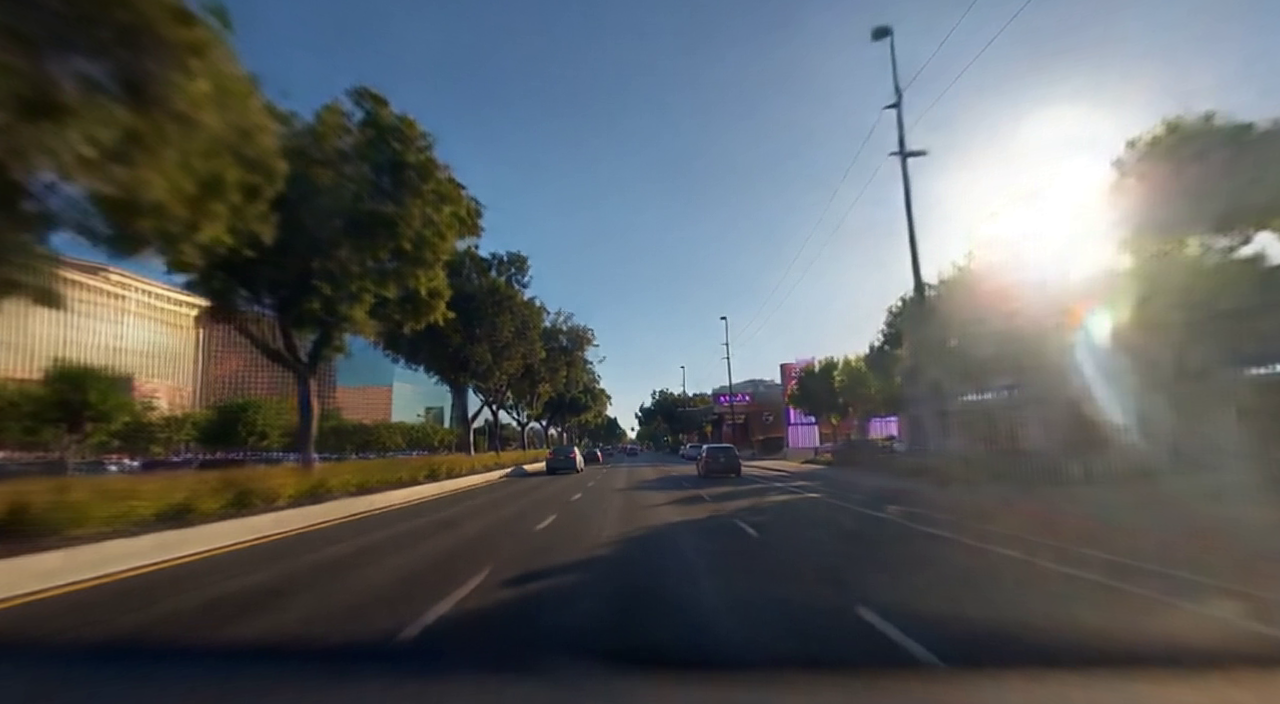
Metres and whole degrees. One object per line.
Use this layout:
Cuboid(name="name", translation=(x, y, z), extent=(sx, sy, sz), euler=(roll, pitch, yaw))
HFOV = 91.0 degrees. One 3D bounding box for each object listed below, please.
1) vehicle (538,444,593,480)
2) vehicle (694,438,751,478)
Cuboid(name="vehicle", translation=(-3.332, 4.978, 28.837), extent=(2.005, 1.477, 4.169), euler=(0, -8, 0))
Cuboid(name="vehicle", translation=(3.856, 5.033, 30.119), extent=(2.083, 1.743, 4.354), euler=(0, -8, -1))
